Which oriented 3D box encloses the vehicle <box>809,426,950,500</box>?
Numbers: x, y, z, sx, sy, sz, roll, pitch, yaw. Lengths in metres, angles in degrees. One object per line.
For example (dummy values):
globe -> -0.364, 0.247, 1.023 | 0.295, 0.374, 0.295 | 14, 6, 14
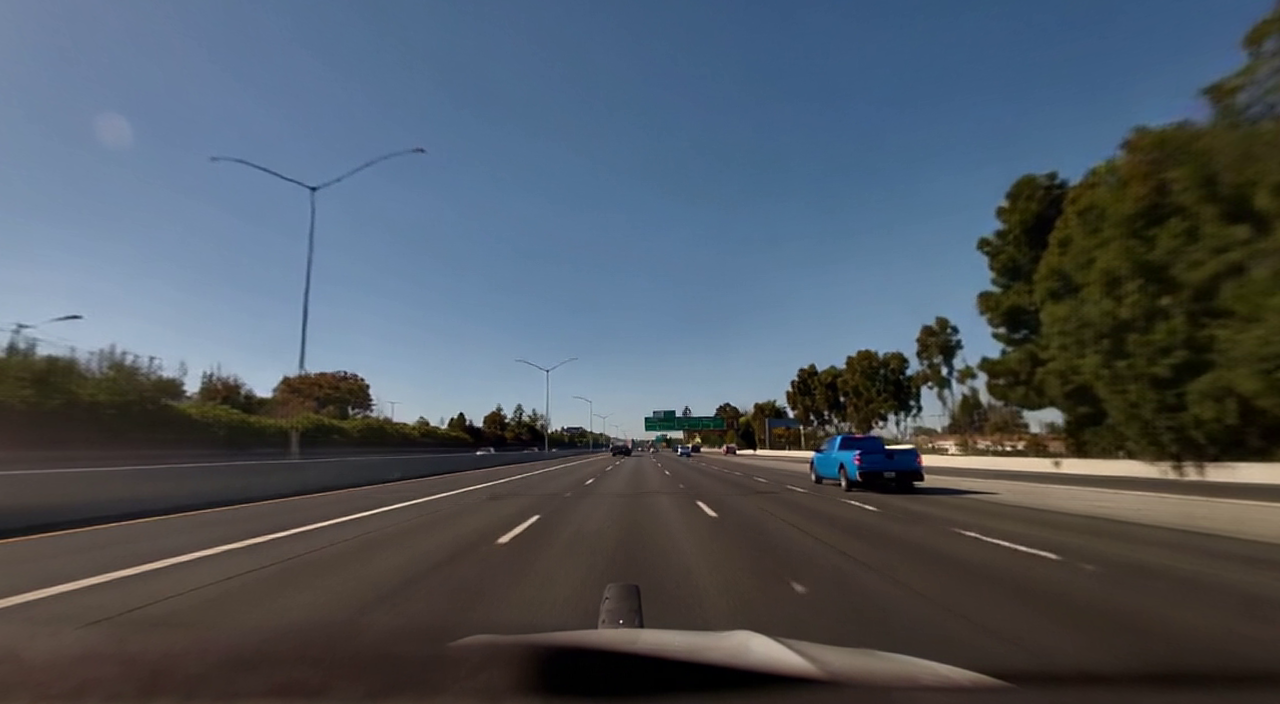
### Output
vehicle -> 6.456, 3.050, 17.679 | 2.096, 1.767, 4.601 | 0, -9, 0
